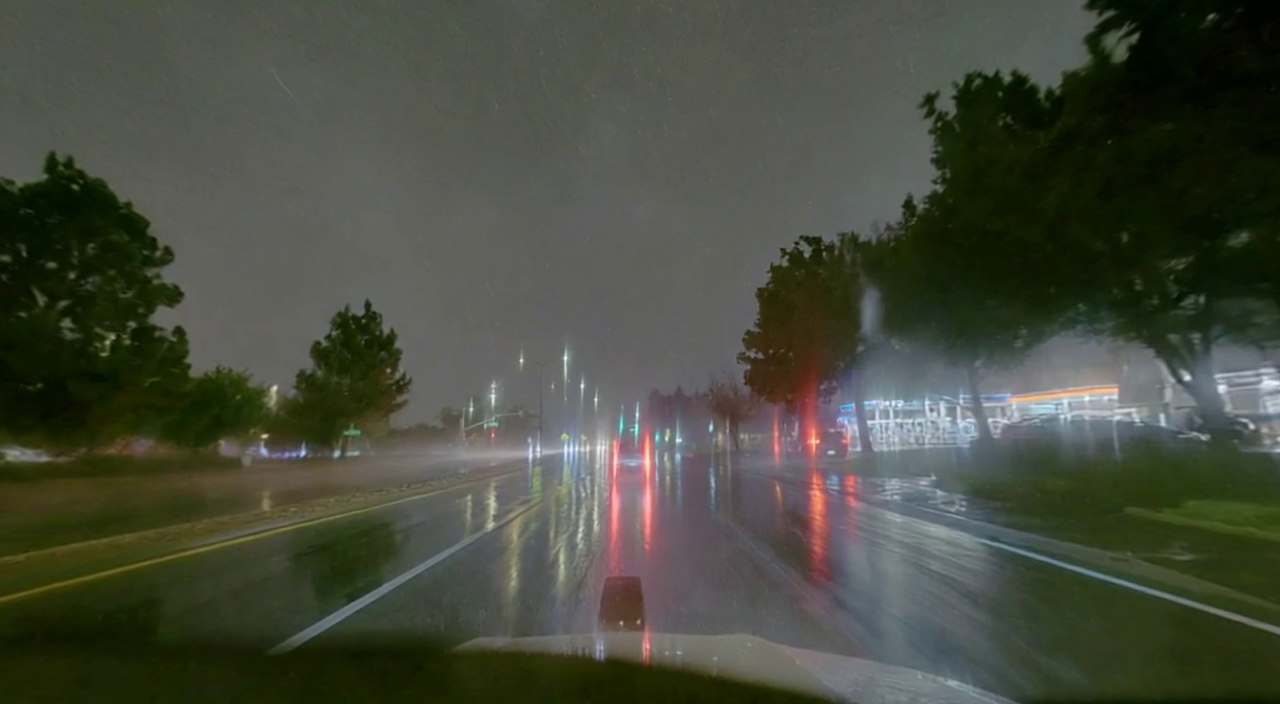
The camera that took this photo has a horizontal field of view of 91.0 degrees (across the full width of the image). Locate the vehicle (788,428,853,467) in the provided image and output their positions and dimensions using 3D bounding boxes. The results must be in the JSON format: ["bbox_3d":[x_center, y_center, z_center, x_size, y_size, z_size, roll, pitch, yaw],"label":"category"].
[{"bbox_3d":[9.272,4.957,32.720,2.083,1.882,4.674,0,-8,1],"label":"vehicle"}]

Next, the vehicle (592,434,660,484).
[{"bbox_3d":[-0.410,3.585,21.411,2.062,1.519,4.214,0,-8,0],"label":"vehicle"}]
